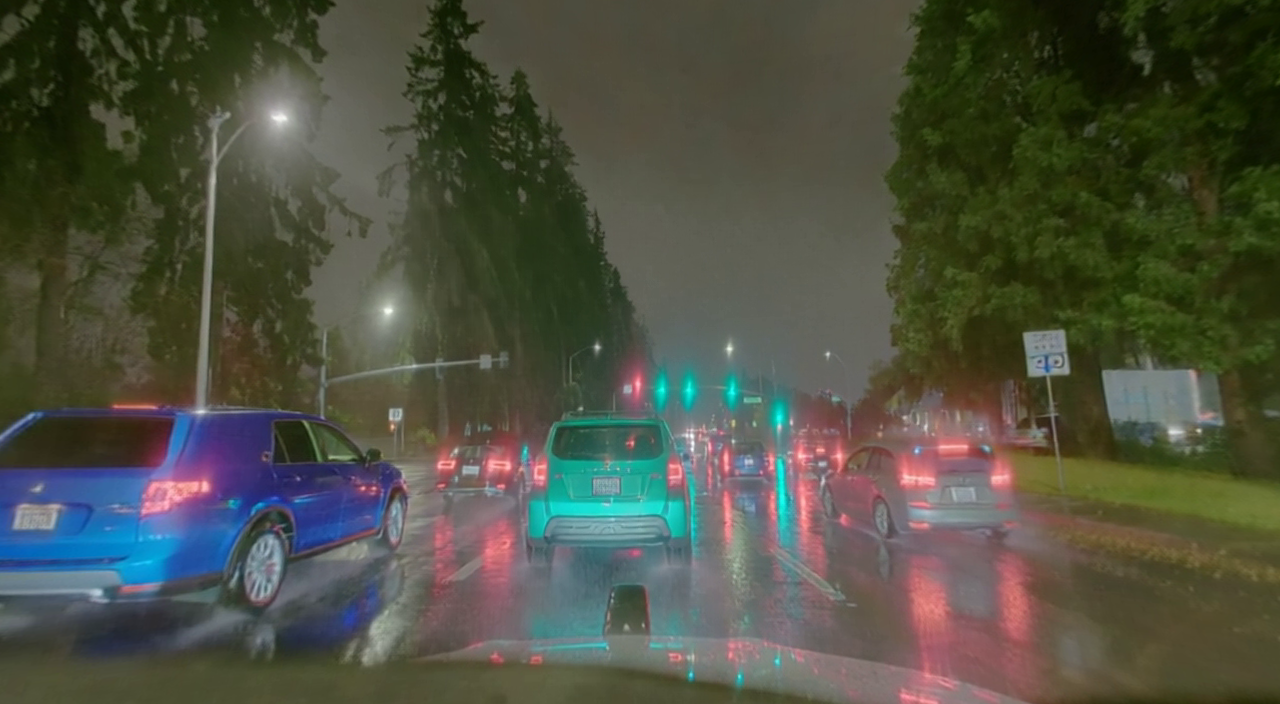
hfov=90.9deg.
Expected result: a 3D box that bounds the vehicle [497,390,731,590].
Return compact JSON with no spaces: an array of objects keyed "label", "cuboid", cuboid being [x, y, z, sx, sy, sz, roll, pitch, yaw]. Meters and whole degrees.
[{"label":"vehicle","cuboid":[-0.223,1.594,8.087,2.132,1.816,4.471,0,-8,1]}]

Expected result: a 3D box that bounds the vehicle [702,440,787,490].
[{"label":"vehicle","cuboid":[3.287,3.650,20.734,1.996,1.443,4.270,0,-8,-1]}]

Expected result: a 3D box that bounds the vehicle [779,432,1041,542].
[{"label":"vehicle","cuboid":[4.283,2.195,11.067,2.036,1.480,4.659,1,-9,-8]}]

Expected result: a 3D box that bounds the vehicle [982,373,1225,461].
[{"label":"vehicle","cuboid":[17.875,2.565,24.670,7.314,3.230,2.680,0,-8,-2]}]

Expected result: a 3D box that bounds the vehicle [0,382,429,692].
[{"label":"vehicle","cuboid":[-3.705,1.338,5.706,2.039,1.709,4.265,0,-8,1]}]

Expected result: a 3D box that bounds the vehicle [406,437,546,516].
[{"label":"vehicle","cuboid":[-3.455,2.688,14.182,1.897,1.479,4.204,0,-8,2]}]
